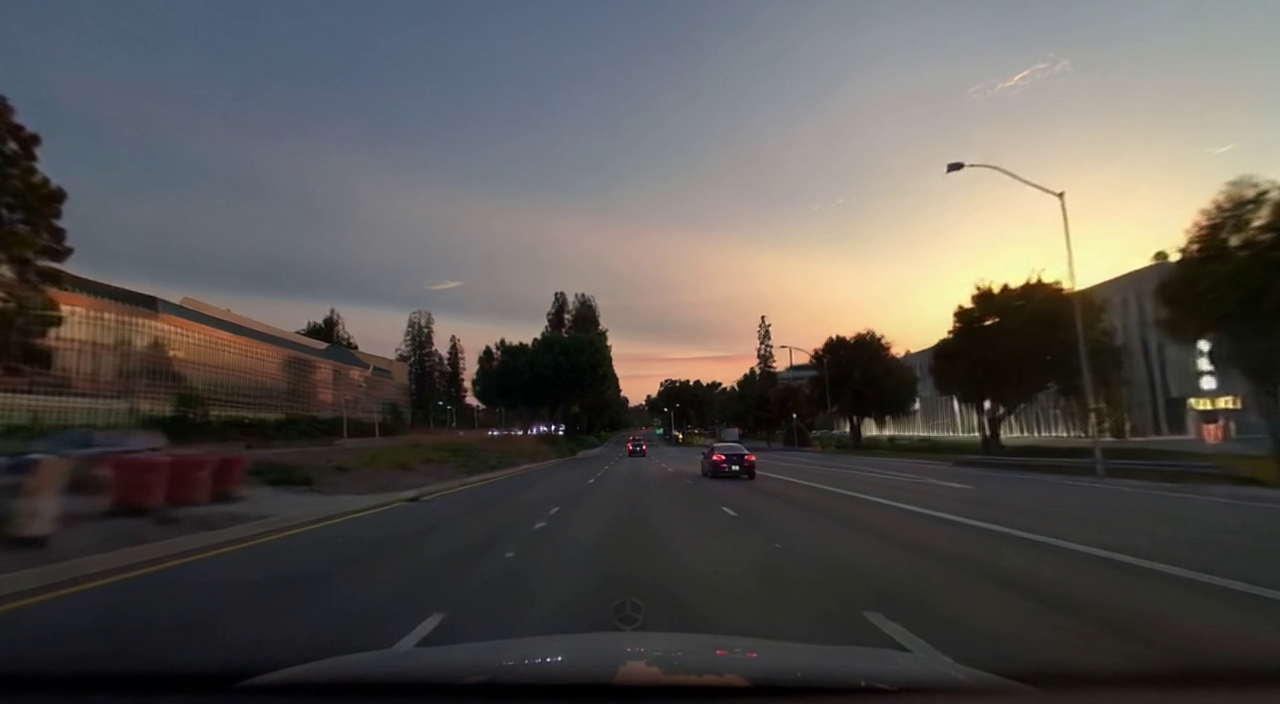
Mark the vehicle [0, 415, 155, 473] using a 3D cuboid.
[{"bbox_3d":[-17.762,2.827,19.354,2.107,1.561,4.713,0,-9,-2],"label":"vehicle"}]

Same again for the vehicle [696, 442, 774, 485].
[{"bbox_3d":[3.385,4.071,23.347,2.069,1.431,4.313,0,-9,-2],"label":"vehicle"}]
